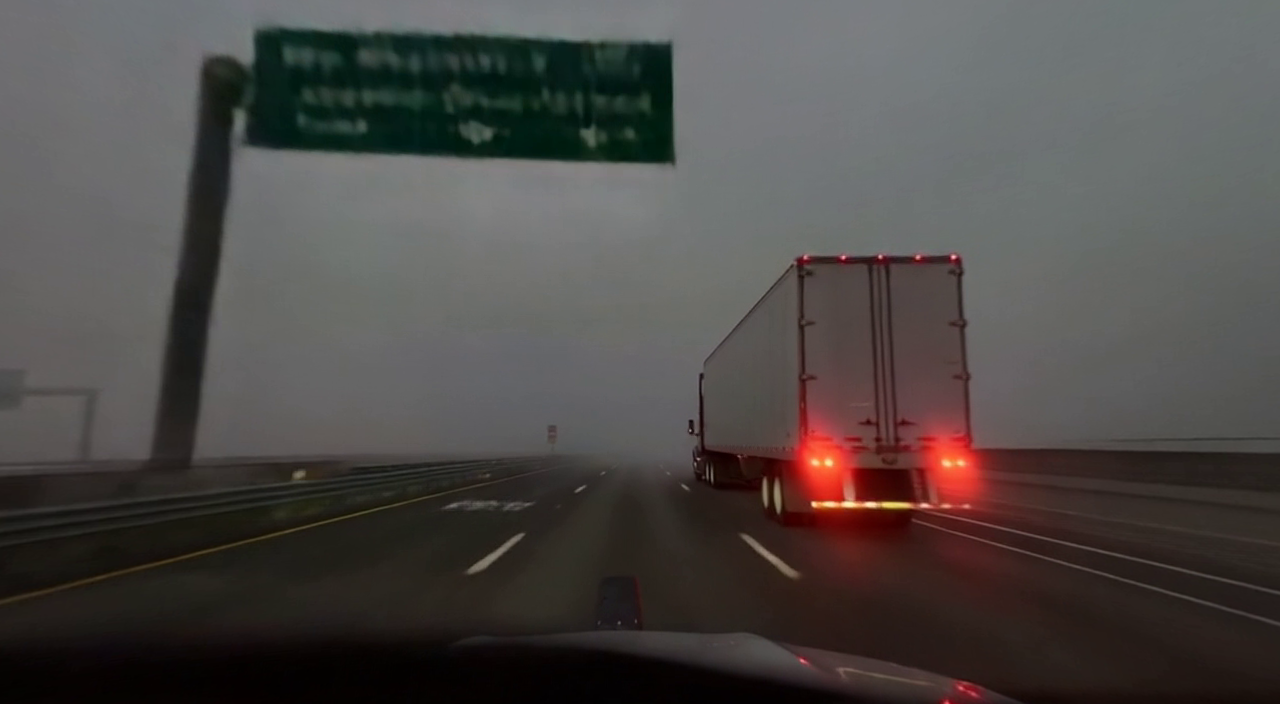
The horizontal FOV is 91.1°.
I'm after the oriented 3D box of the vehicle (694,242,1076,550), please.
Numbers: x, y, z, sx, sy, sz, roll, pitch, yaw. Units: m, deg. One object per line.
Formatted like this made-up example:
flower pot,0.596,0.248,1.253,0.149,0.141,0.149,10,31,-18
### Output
vehicle,3.743,1.620,15.419,3.244,4.020,14.561,0,-9,-1
